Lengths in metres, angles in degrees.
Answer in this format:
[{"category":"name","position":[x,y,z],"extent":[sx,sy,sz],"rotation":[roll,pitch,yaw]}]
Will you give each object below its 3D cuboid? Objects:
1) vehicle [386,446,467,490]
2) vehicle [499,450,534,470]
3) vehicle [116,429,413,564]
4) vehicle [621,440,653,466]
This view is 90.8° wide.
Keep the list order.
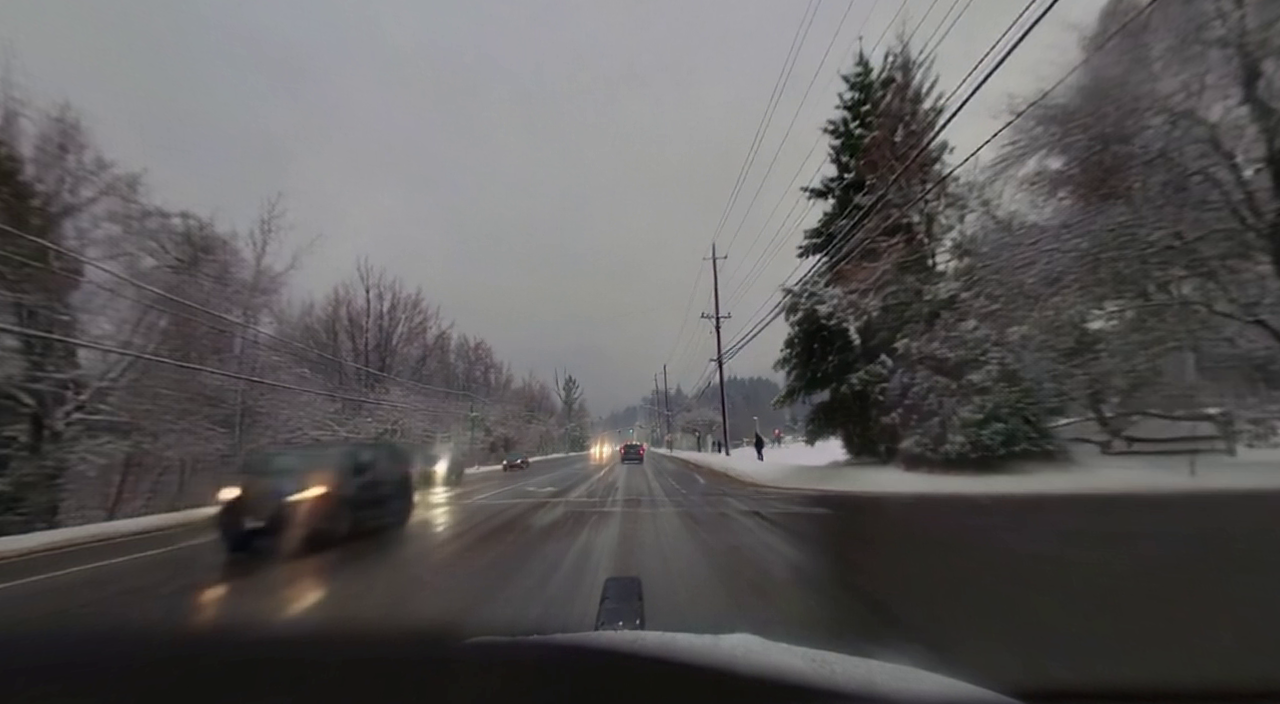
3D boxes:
[{"category":"vehicle","position":[-9.309,5.046,27.972],"extent":[2.084,1.760,4.438],"rotation":[0,-8,-1]},{"category":"vehicle","position":[-9.474,8.284,48.631],"extent":[1.867,1.456,4.251],"rotation":[-1,-8,0]},{"category":"vehicle","position":[-5.828,2.256,10.780],"extent":[2.143,1.735,4.737],"rotation":[-1,-8,0]},{"category":"vehicle","position":[-0.252,7.204,45.207],"extent":[2.163,1.746,4.073],"rotation":[0,-8,-1]}]
